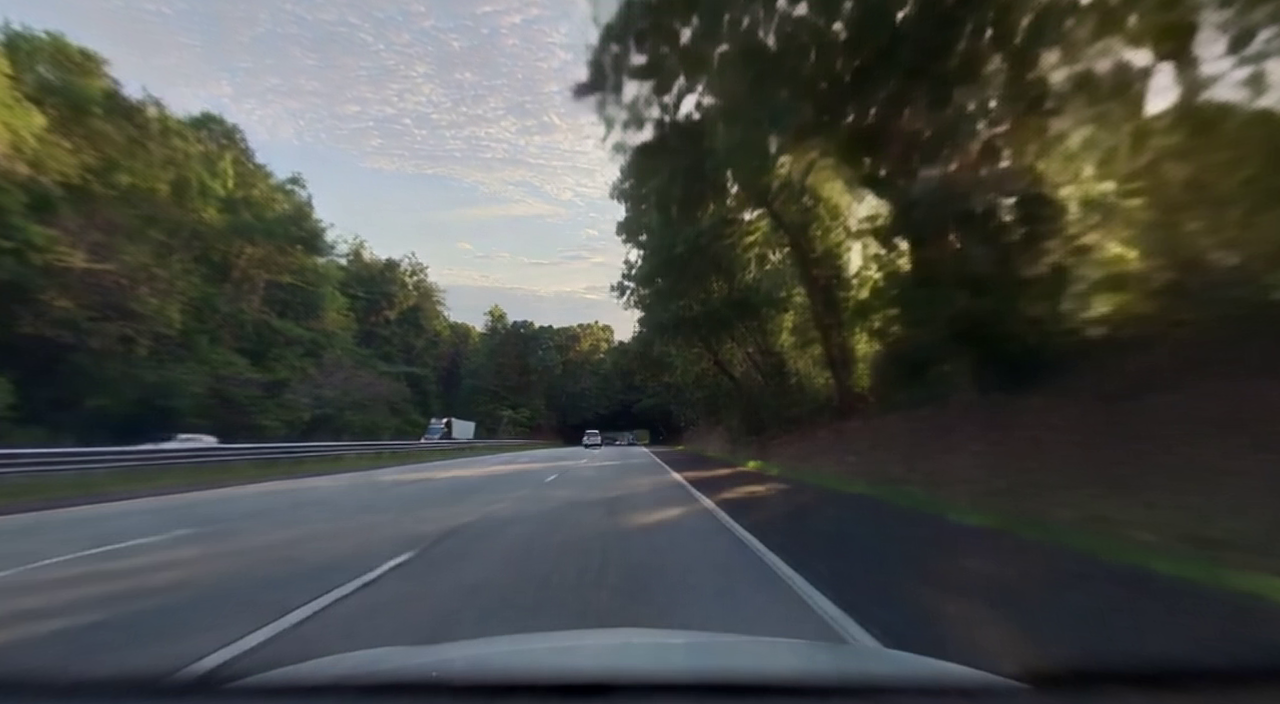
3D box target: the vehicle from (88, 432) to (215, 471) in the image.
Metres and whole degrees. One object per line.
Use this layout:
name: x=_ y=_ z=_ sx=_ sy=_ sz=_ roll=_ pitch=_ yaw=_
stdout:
vehicle: x=-20.153 y=4.107 z=26.282 sx=1.870 sy=1.467 sz=4.286 roll=0 pitch=-8 yaw=-1
